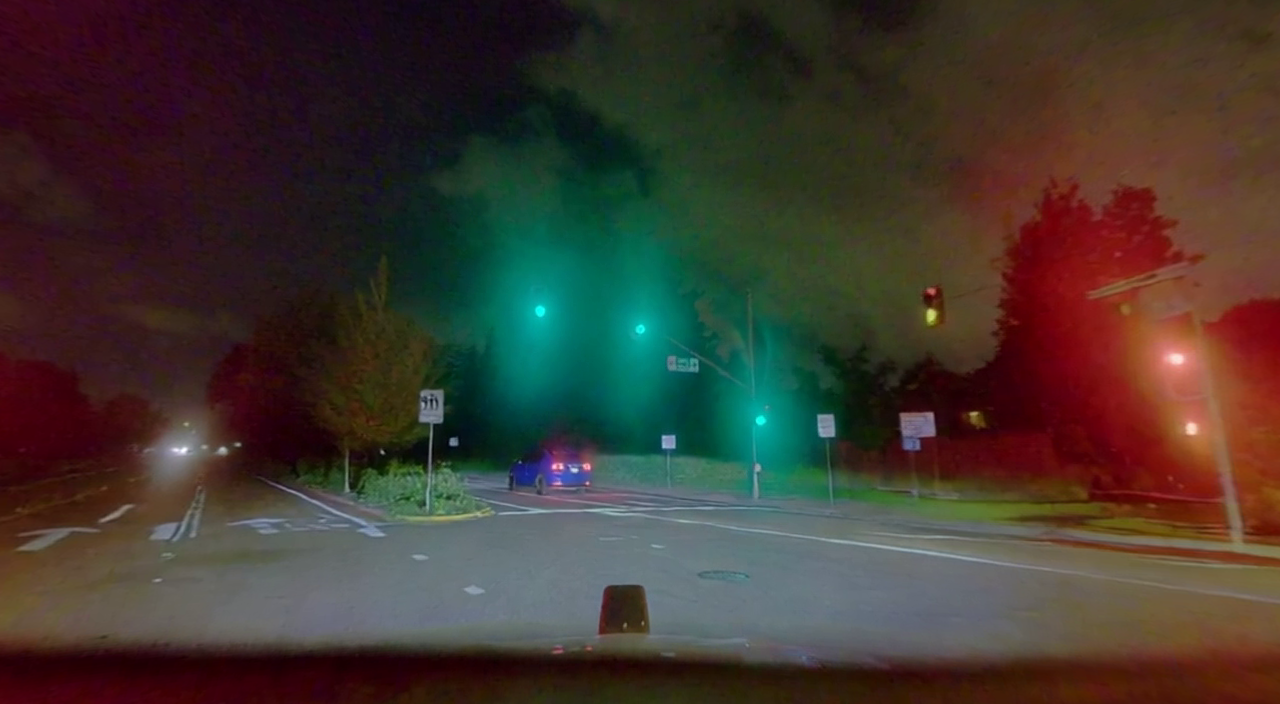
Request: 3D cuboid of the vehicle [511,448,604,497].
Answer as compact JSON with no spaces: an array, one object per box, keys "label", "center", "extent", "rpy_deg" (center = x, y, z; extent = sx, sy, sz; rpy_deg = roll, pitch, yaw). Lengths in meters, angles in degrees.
[{"label":"vehicle","center":[-3.578,4.937,26.418],"extent":[2.284,1.788,4.871],"rpy_deg":[5,-9,-27]}]
